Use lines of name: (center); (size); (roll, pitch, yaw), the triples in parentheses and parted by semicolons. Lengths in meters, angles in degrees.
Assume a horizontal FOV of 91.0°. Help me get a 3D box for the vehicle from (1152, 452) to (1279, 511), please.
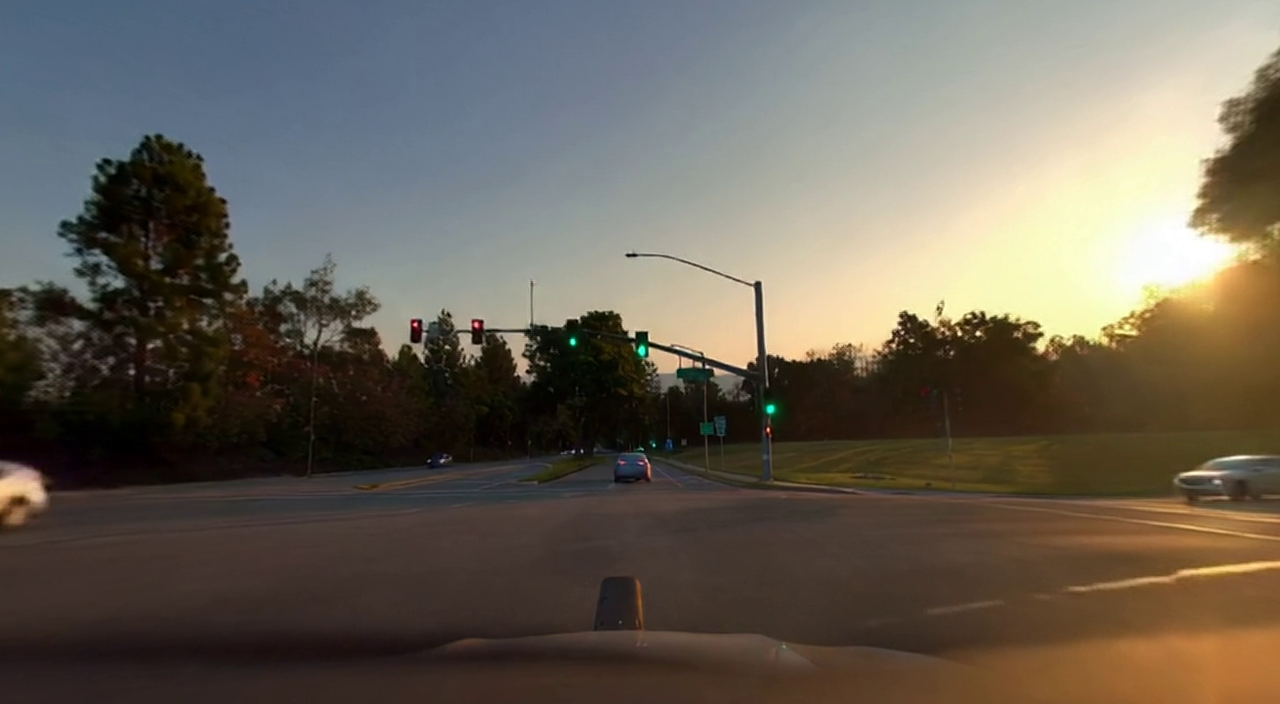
vehicle: (17.707, 3.660, 18.094); (4.501, 1.486, 2.091); (1, -9, -11)

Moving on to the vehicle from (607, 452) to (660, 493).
vehicle: (-0.266, 4.752, 25.146); (1.954, 1.469, 3.465); (0, -9, 0)
